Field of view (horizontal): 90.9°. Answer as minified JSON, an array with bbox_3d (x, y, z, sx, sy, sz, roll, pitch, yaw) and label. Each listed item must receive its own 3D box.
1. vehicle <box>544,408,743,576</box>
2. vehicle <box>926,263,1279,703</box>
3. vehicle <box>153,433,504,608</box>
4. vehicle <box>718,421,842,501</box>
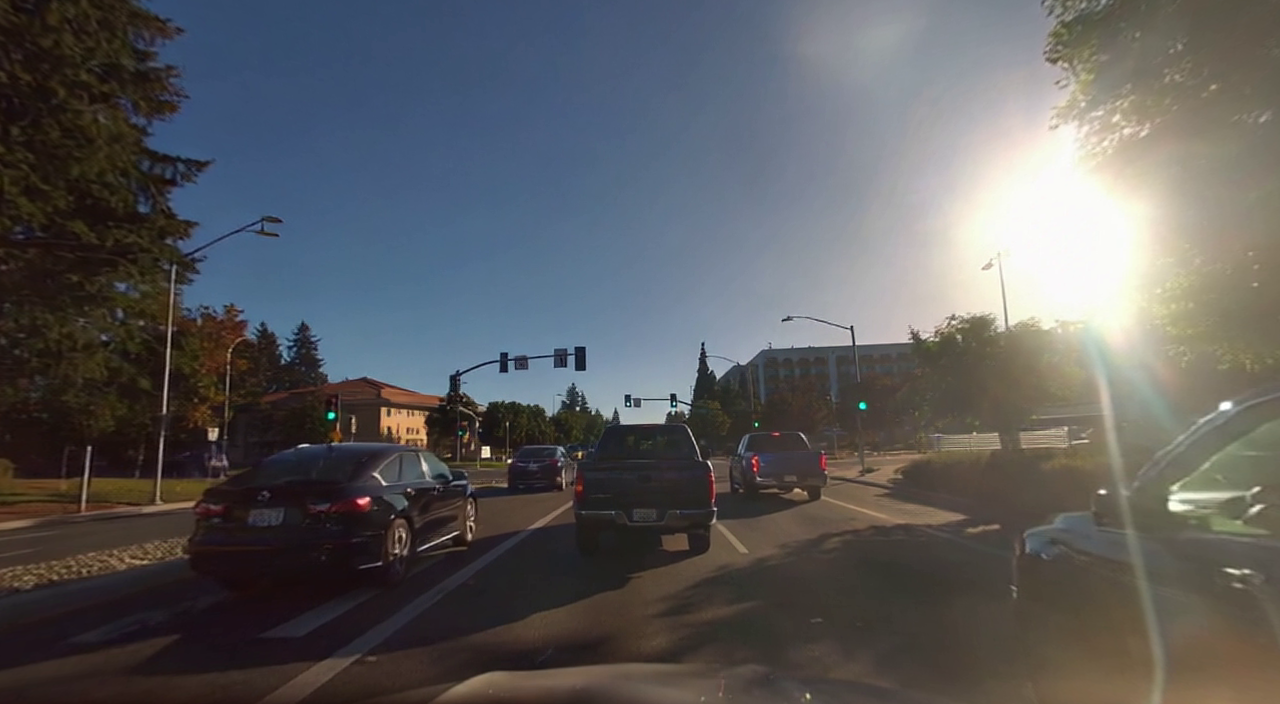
[{"bbox_3d":[0.063,1.781,8.748,2.113,1.768,3.901,0,-8,1],"label":"vehicle"},{"bbox_3d":[3.329,0.585,1.530,2.571,1.857,5.841,0,-8,0],"label":"vehicle"},{"bbox_3d":[-3.181,1.798,7.819,1.909,1.476,4.751,0,-8,0],"label":"vehicle"},{"bbox_3d":[3.716,3.032,17.942,2.408,1.908,5.355,0,-8,1],"label":"vehicle"}]
